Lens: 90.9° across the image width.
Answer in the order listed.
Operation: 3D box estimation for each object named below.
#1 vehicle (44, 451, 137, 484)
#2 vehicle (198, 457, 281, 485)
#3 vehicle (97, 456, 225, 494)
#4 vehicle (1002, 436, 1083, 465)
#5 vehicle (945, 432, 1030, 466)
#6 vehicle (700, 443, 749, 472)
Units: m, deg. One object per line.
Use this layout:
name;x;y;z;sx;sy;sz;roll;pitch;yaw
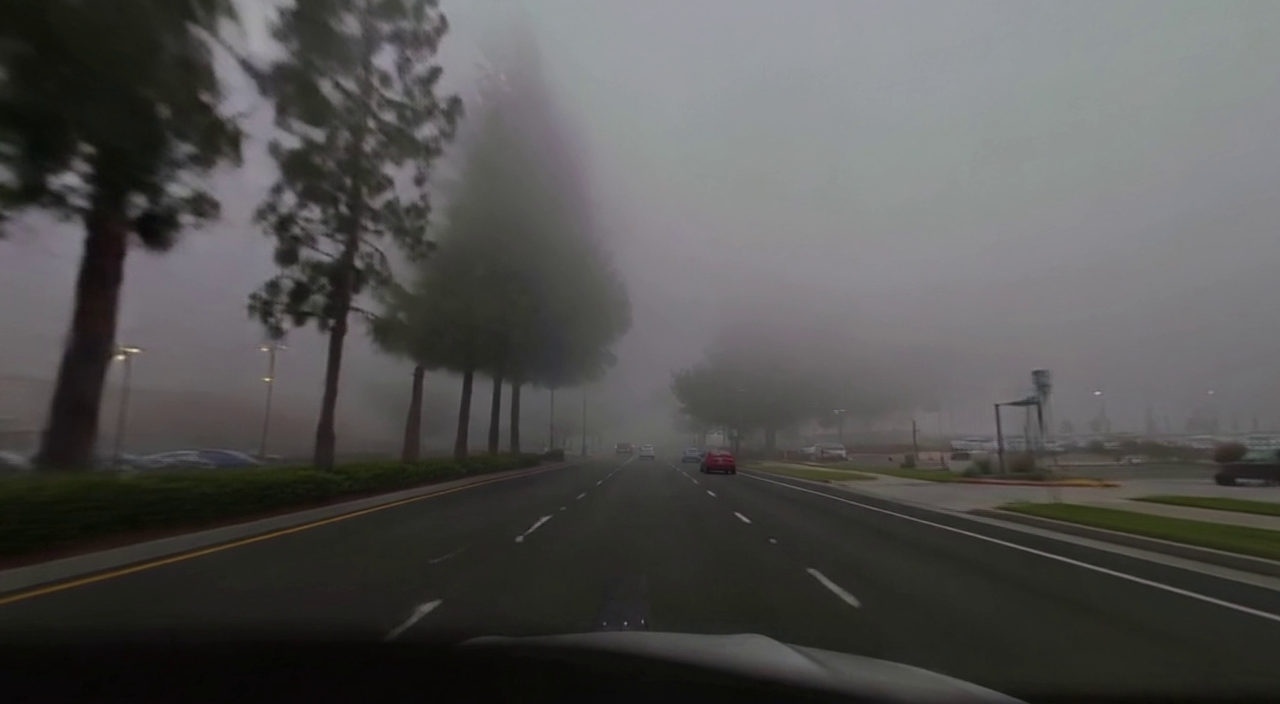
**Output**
vehicle;-31.542;6.600;36.403;2.026;1.692;4.523;2;-9;-13
vehicle;-22.432;6.676;35.548;1.771;1.373;4.308;0;-8;2
vehicle;-22.485;5.760;29.912;2.111;1.500;5.131;-1;-8;-1
vehicle;24.683;6.065;38.902;1.894;1.656;4.841;0;-8;2
vehicle;21.326;5.987;39.073;2.124;1.920;5.946;0;-9;3
vehicle;4.423;5.574;33.579;1.916;1.459;4.335;0;-8;-1
